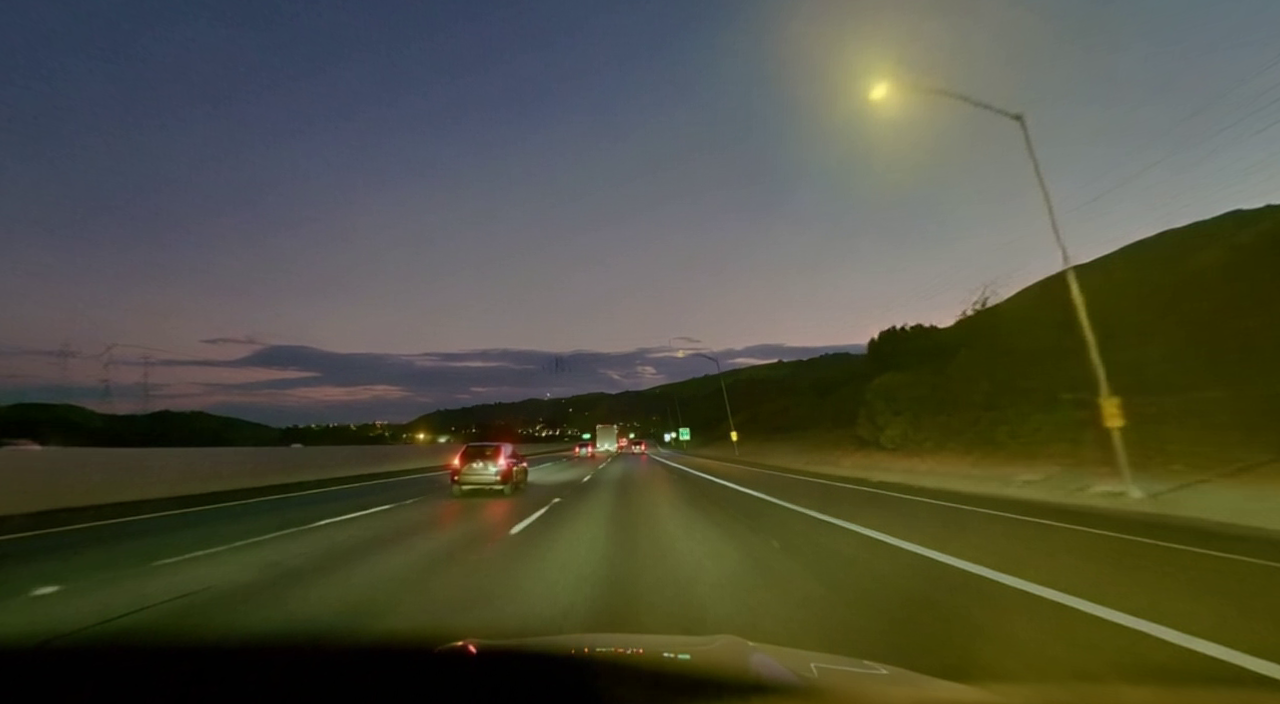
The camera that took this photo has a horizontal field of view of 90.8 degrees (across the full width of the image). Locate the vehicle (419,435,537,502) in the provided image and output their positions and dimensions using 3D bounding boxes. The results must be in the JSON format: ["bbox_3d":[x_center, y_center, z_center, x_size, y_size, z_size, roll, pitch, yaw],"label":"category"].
[{"bbox_3d":[-4.122,3.047,16.928,1.963,1.533,4.477,0,-9,0],"label":"vehicle"}]

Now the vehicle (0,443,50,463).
[{"bbox_3d":[-48.473,7.823,48.854,1.772,1.478,3.972,0,-9,-1],"label":"vehicle"}]

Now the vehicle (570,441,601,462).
[{"bbox_3d":[-4.173,7.712,48.890,2.038,1.533,4.103,0,-9,-1],"label":"vehicle"}]

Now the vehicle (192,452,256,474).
[{"bbox_3d":[-30.026,7.981,45.773,1.916,1.471,3.905,0,-9,1],"label":"vehicle"}]
